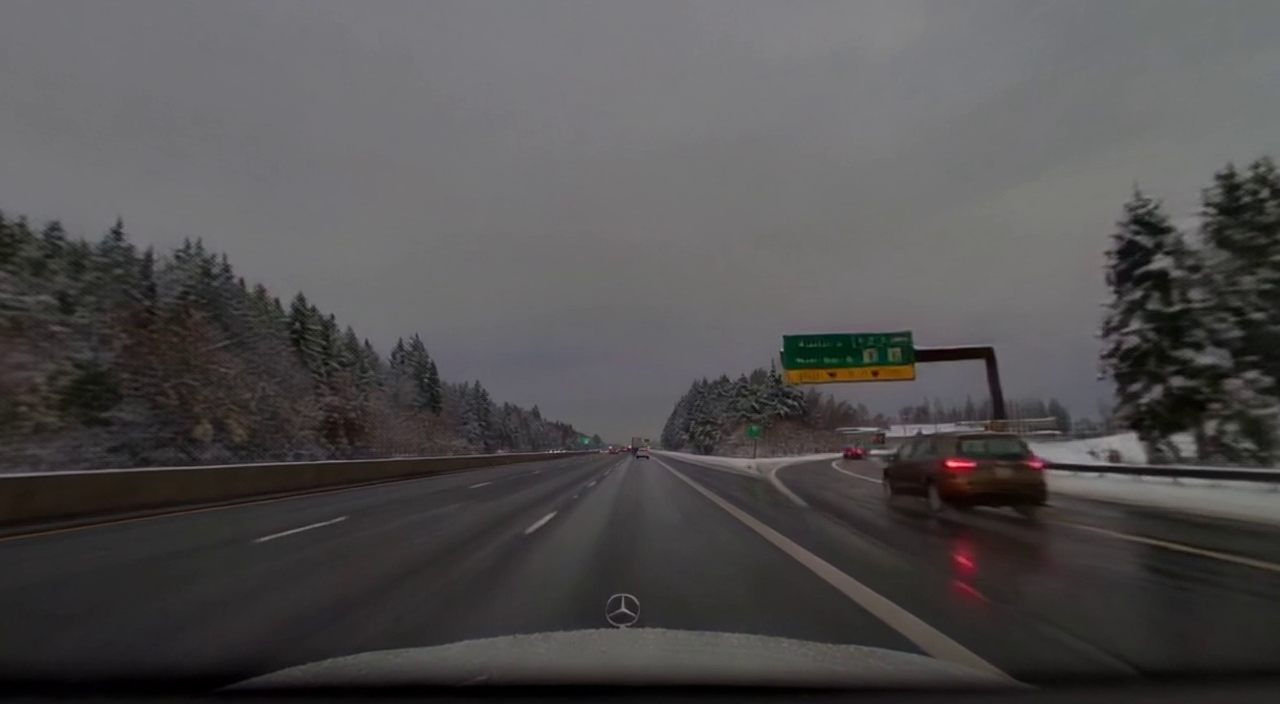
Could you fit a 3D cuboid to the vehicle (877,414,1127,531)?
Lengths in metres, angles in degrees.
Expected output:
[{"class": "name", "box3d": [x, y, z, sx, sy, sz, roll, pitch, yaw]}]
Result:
[{"class": "vehicle", "box3d": [6.245, 2.149, 11.749, 2.096, 1.712, 4.697, -1, -9, 4]}]
